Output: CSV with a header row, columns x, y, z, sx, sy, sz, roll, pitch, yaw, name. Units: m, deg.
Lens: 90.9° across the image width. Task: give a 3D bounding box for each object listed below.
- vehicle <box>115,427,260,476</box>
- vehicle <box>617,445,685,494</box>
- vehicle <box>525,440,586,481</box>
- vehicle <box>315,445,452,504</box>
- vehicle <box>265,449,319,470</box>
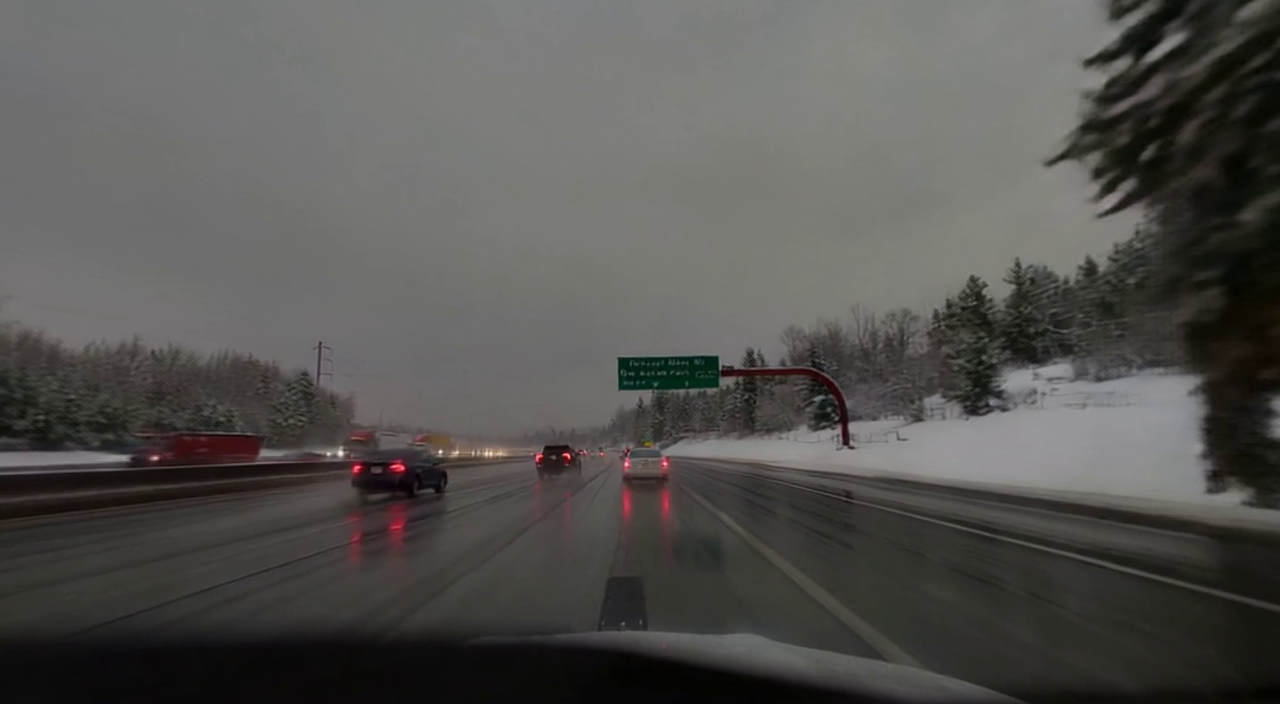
x,y,z,sx,sy,sz,roll,pitch,yaw,name
-29.769,6.634,42.272,2.934,2.913,9.649,0,-9,-2,vehicle
0.277,3.938,21.515,2.082,1.482,4.126,0,-9,-1,vehicle
-3.871,5.065,29.780,2.289,1.777,4.534,0,-9,0,vehicle
-7.182,3.448,18.315,1.974,1.464,4.733,0,-9,0,vehicle
-26.014,8.057,47.319,1.868,1.480,4.180,0,-9,-3,vehicle
